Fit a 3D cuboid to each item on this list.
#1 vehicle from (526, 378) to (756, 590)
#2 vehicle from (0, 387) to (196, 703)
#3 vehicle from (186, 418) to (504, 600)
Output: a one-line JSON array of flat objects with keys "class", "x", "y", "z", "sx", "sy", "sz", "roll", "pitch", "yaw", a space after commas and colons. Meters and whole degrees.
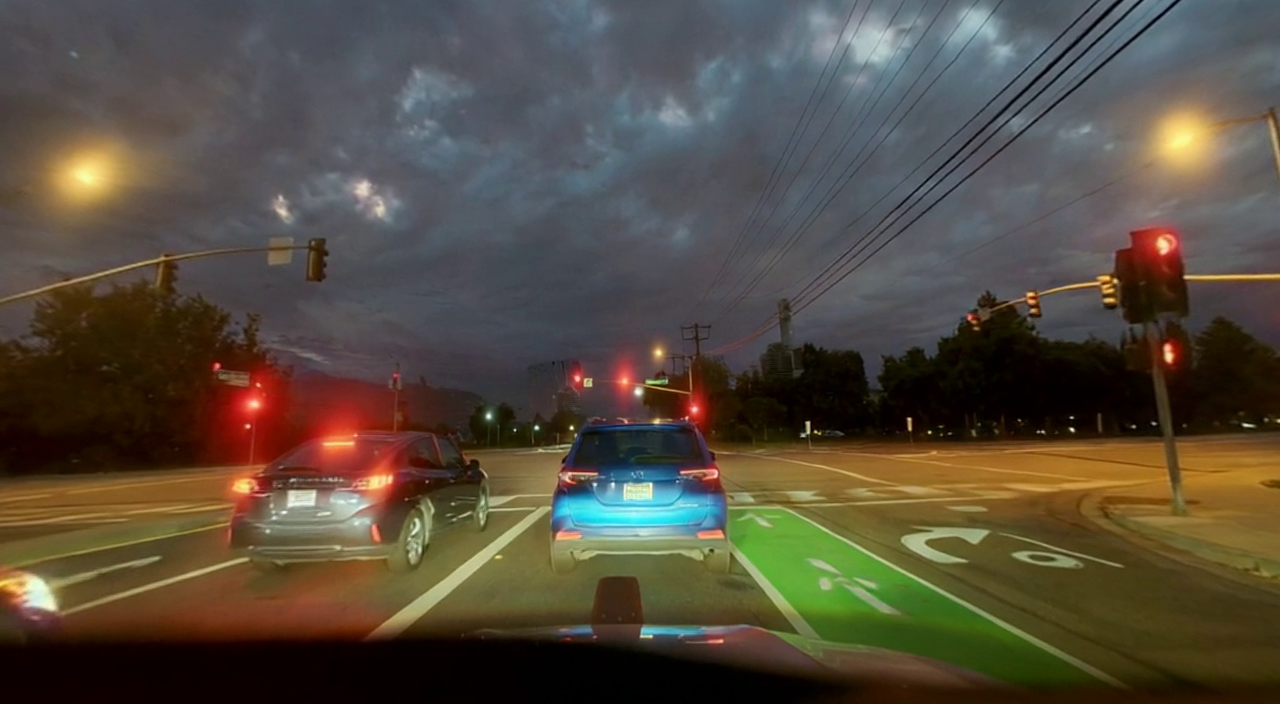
[{"class": "vehicle", "x": -0.025, "y": 1.589, "z": 8.309, "sx": 2.036, "sy": 1.885, "sz": 5.196, "roll": 0, "pitch": -9, "yaw": -1}, {"class": "vehicle", "x": -3.474, "y": 0.662, "z": 0.701, "sx": 2.138, "sy": 1.488, "sz": 5.327, "roll": 0, "pitch": -7, "yaw": 0}, {"class": "vehicle", "x": -2.908, "y": 1.630, "z": 7.305, "sx": 1.726, "sy": 1.506, "sz": 3.840, "roll": 0, "pitch": -9, "yaw": 1}]
